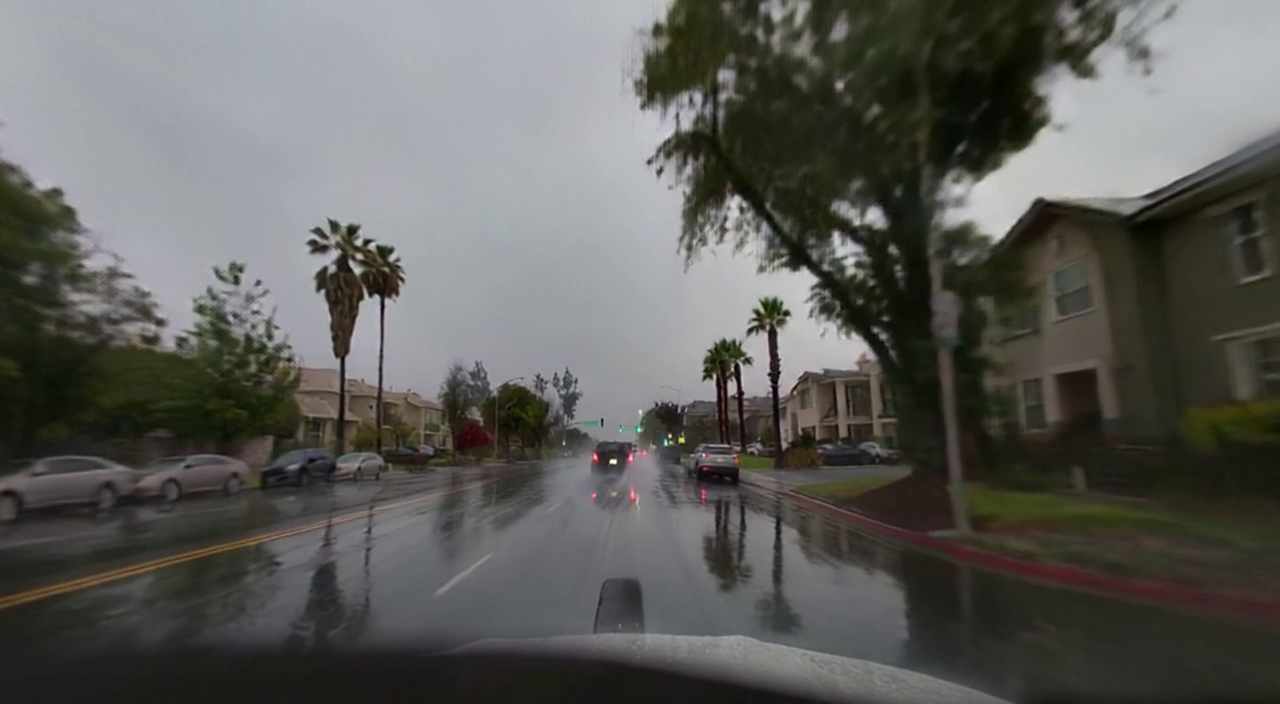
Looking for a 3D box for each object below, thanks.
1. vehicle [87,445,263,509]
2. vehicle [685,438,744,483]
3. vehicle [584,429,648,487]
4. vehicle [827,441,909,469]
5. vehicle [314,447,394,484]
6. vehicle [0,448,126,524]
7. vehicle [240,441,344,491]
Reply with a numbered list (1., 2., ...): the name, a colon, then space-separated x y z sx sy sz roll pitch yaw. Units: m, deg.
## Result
1. vehicle: -14.067 3.752 19.505 1.875 1.496 4.728 -4 -7 1
2. vehicle: 3.315 4.910 28.695 1.949 1.685 4.161 6 -9 -1
3. vehicle: -0.727 3.693 22.267 1.994 1.810 5.057 0 -8 0
4. vehicle: 13.922 6.313 38.580 4.238 1.621 2.067 0 -8 -1
5. vehicle: -14.164 5.604 31.467 1.877 1.443 4.677 -3 -7 -1
6. vehicle: -14.114 2.989 13.955 1.884 1.451 4.435 -4 -7 -2
7. vehicle: -14.067 4.587 25.762 1.890 1.640 4.320 -3 -7 -1
